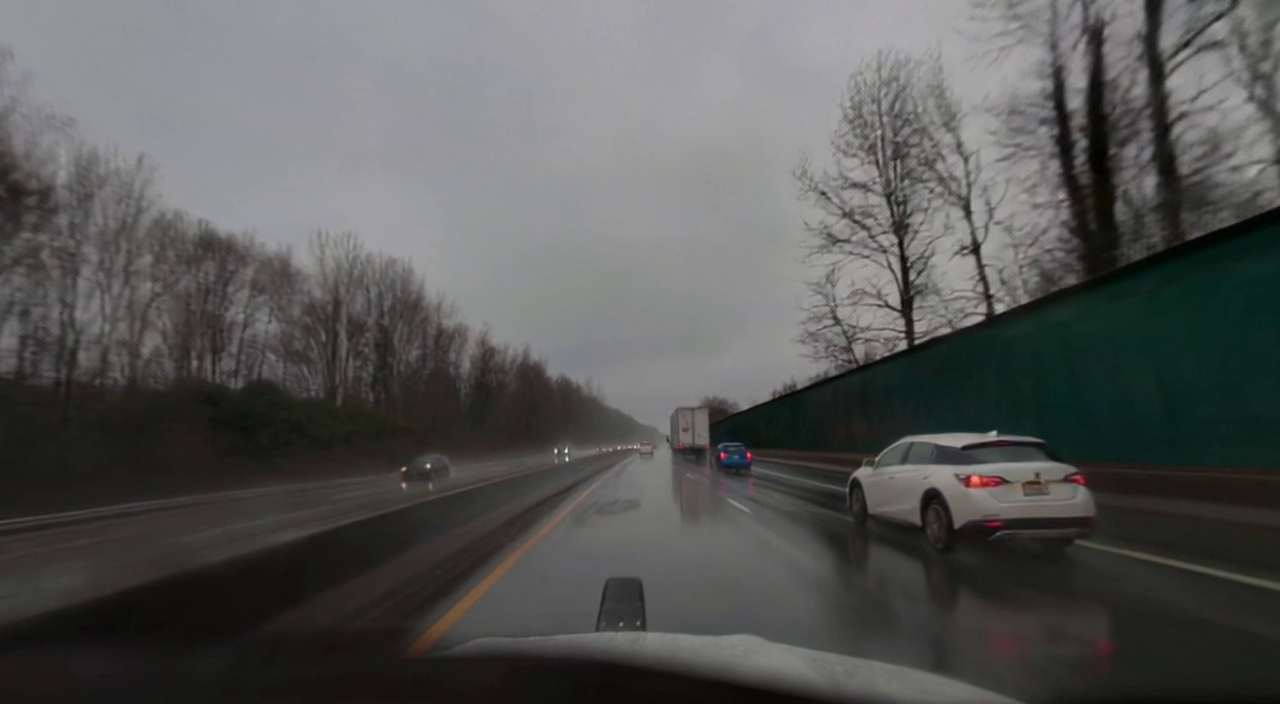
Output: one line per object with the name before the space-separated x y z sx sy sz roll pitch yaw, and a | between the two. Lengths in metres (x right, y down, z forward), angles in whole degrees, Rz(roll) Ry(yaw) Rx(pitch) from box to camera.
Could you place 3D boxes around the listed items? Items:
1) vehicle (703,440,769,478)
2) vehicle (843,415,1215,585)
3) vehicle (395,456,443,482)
vehicle | 4.010 4.523 27.027 2.000 1.473 4.440 1 -8 -2
vehicle | 4.234 1.649 7.835 1.940 1.539 4.005 1 -8 -2
vehicle | -13.588 7.187 38.932 1.777 1.465 3.889 1 -8 -4
